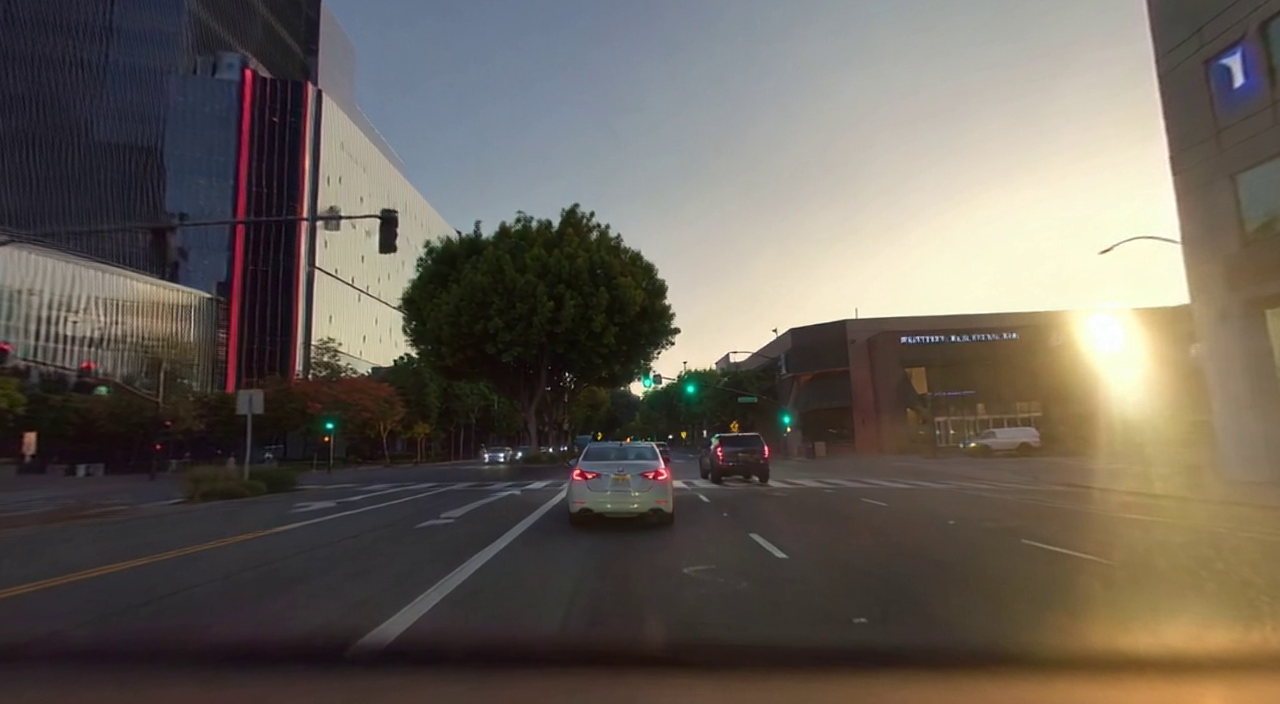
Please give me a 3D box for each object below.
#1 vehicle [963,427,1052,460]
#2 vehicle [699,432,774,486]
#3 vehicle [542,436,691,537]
[{"bbox_3d":[24.149,6.065,41.634,4.384,2.000,2.345,1,-11,-4],"label":"vehicle"},{"bbox_3d":[3.425,3.860,23.310,2.078,1.799,4.089,1,-7,-1],"label":"vehicle"},{"bbox_3d":[-0.375,2.208,11.147,2.144,1.398,3.963,1,-7,-1],"label":"vehicle"}]
